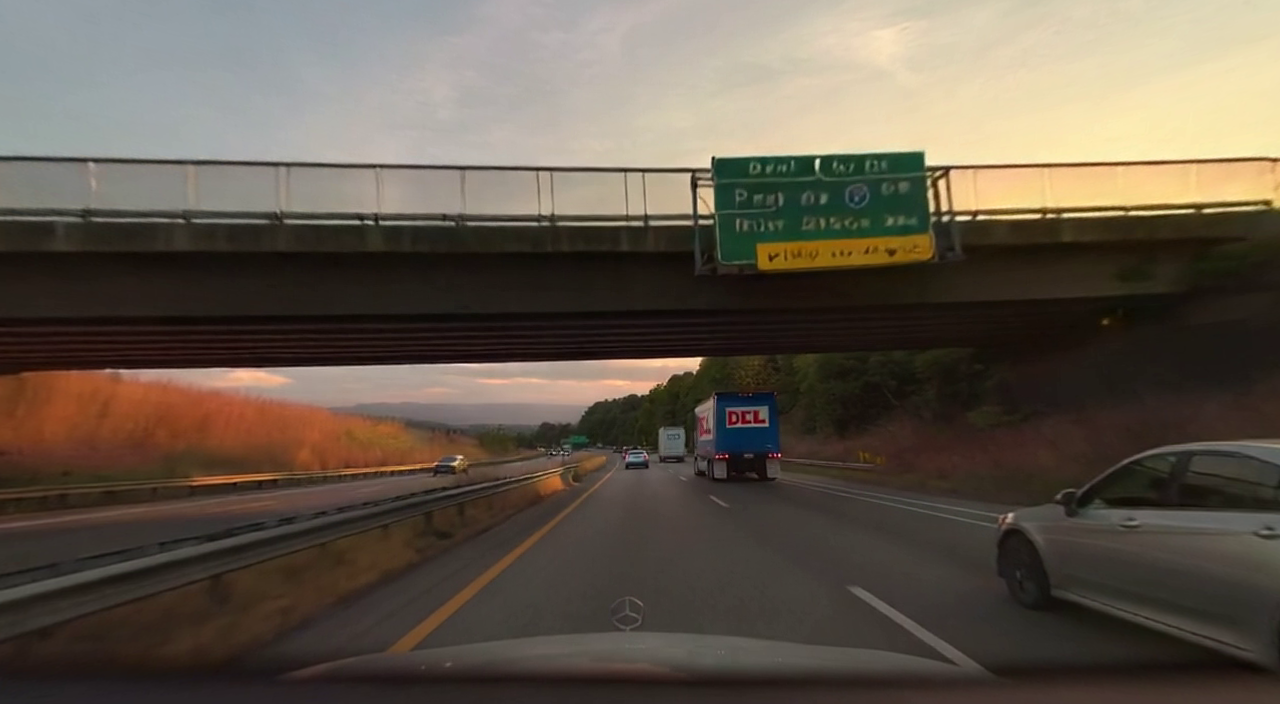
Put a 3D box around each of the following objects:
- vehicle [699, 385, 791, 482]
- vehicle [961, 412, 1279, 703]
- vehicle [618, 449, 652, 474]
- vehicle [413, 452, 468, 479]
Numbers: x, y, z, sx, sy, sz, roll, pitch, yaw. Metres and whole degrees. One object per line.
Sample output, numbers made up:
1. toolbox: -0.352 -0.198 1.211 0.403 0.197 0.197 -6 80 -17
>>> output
1. vehicle: 4.701 3.987 30.107 2.838 3.985 8.010 0 -9 -1
2. vehicle: 3.774 1.087 3.376 1.894 1.452 4.164 0 -9 0
3. vehicle: -0.301 6.813 39.356 2.055 1.445 3.661 0 -9 0
4. vehicle: -12.589 7.163 40.069 1.960 1.605 4.303 -1 -9 2
